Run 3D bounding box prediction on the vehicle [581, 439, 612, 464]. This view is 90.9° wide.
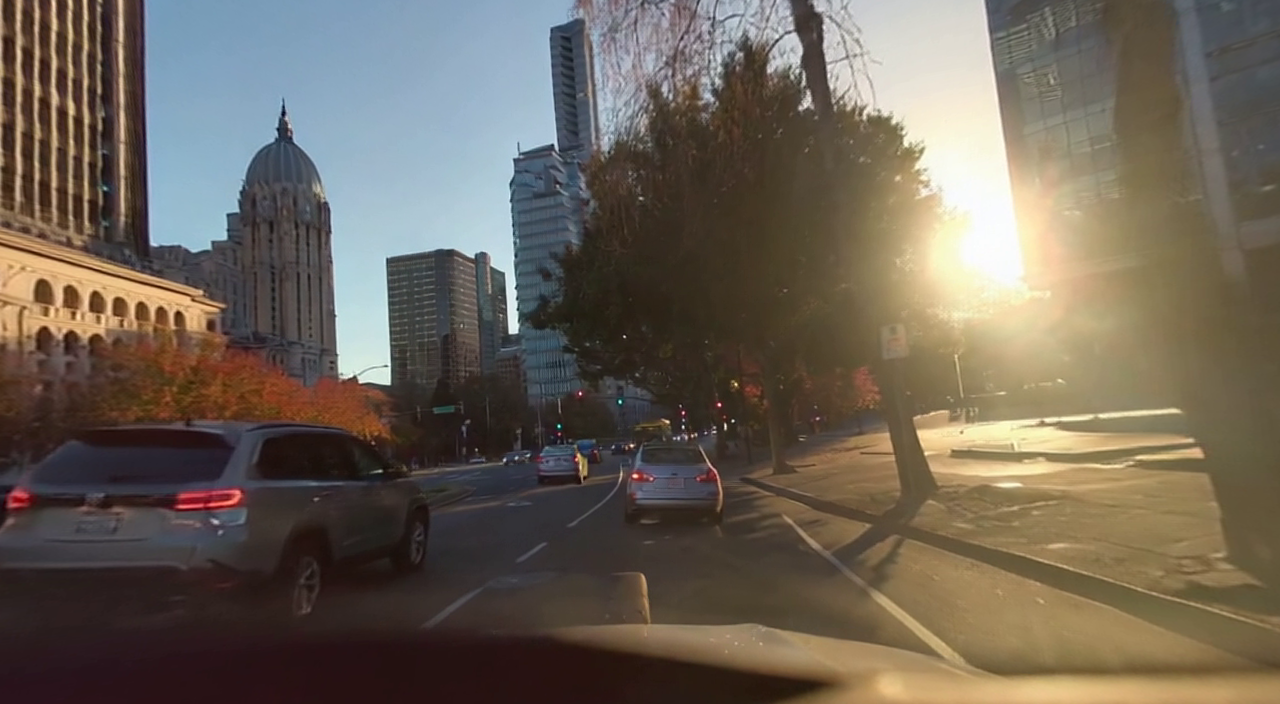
[{"bbox_3d":[-3.179,7.354,46.785,1.969,1.764,4.160,0,-9,0],"label":"vehicle"}]

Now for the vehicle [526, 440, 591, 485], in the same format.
[{"bbox_3d":[-3.009,4.166,24.074,1.961,1.517,4.202,0,-9,-1],"label":"vehicle"}]

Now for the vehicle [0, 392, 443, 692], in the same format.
[{"bbox_3d":[-3.238,1.326,5.404,1.848,1.641,3.686,0,-9,1],"label":"vehicle"}]

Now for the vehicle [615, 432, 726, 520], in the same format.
[{"bbox_3d":[0.482,2.444,12.905,1.933,1.504,3.802,0,-9,-1],"label":"vehicle"}]
